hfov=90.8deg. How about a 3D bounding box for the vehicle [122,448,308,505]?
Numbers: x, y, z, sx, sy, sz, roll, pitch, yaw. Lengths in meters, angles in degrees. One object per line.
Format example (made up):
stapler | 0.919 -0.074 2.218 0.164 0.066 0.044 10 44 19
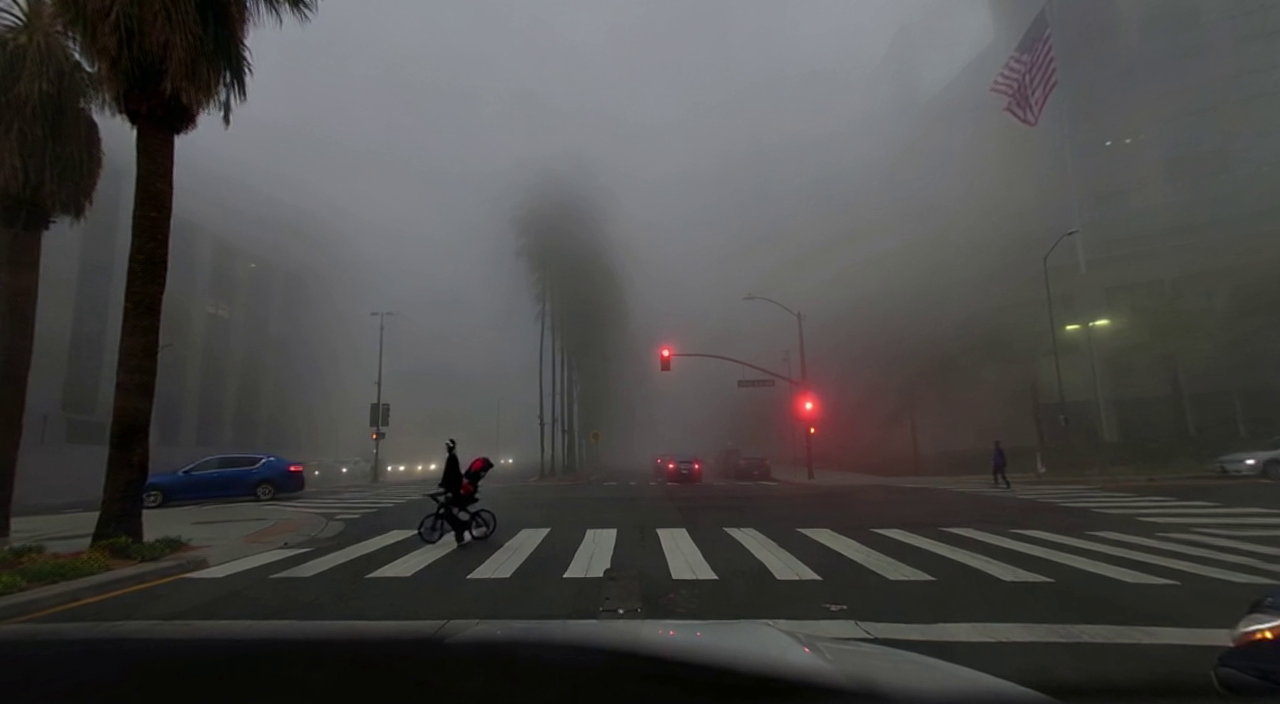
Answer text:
vehicle | -13.094 3.827 19.878 4.499 1.594 1.898 4 -9 -25

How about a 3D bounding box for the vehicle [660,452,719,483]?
vehicle | 2.636 6.299 34.777 2.000 1.525 4.273 2 -9 -14

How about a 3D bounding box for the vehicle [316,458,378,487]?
vehicle | -20.074 8.258 43.510 2.043 1.745 4.420 0 -8 1
